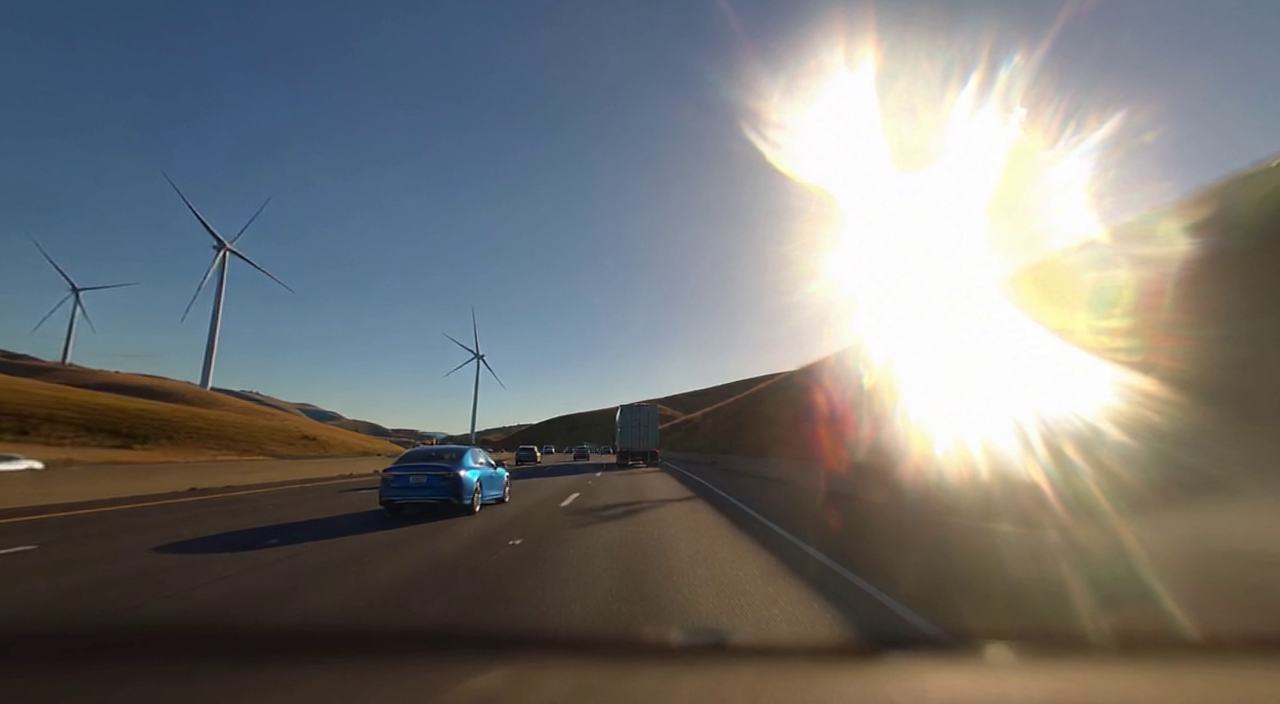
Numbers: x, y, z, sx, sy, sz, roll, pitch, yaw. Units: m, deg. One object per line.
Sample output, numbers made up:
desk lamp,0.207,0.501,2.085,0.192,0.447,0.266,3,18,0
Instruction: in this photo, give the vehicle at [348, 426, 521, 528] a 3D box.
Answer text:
vehicle,-3.787,2.354,12.391,2.109,1.684,3.783,0,-8,0
